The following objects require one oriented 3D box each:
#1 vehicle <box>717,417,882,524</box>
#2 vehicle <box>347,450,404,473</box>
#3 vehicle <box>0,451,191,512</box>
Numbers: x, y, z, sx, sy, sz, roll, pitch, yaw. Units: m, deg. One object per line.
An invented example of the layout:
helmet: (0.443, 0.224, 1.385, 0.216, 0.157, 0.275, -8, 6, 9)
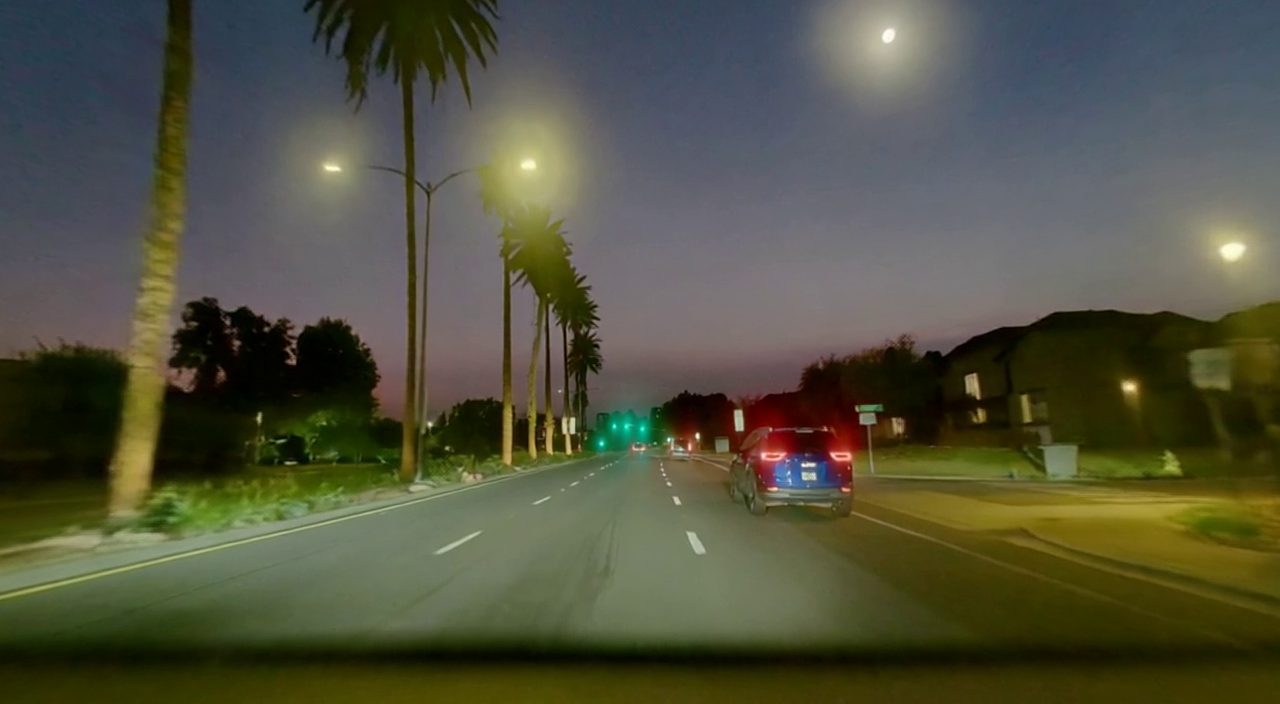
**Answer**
vehicle: (3.000, 2.371, 13.079, 2.195, 1.804, 4.658, 0, -8, 0)
vehicle: (-18.565, 7.660, 44.304, 1.900, 1.476, 4.746, 0, -8, 1)
vehicle: (-15.263, 3.576, 17.831, 2.018, 1.438, 4.448, 1, -8, -6)
